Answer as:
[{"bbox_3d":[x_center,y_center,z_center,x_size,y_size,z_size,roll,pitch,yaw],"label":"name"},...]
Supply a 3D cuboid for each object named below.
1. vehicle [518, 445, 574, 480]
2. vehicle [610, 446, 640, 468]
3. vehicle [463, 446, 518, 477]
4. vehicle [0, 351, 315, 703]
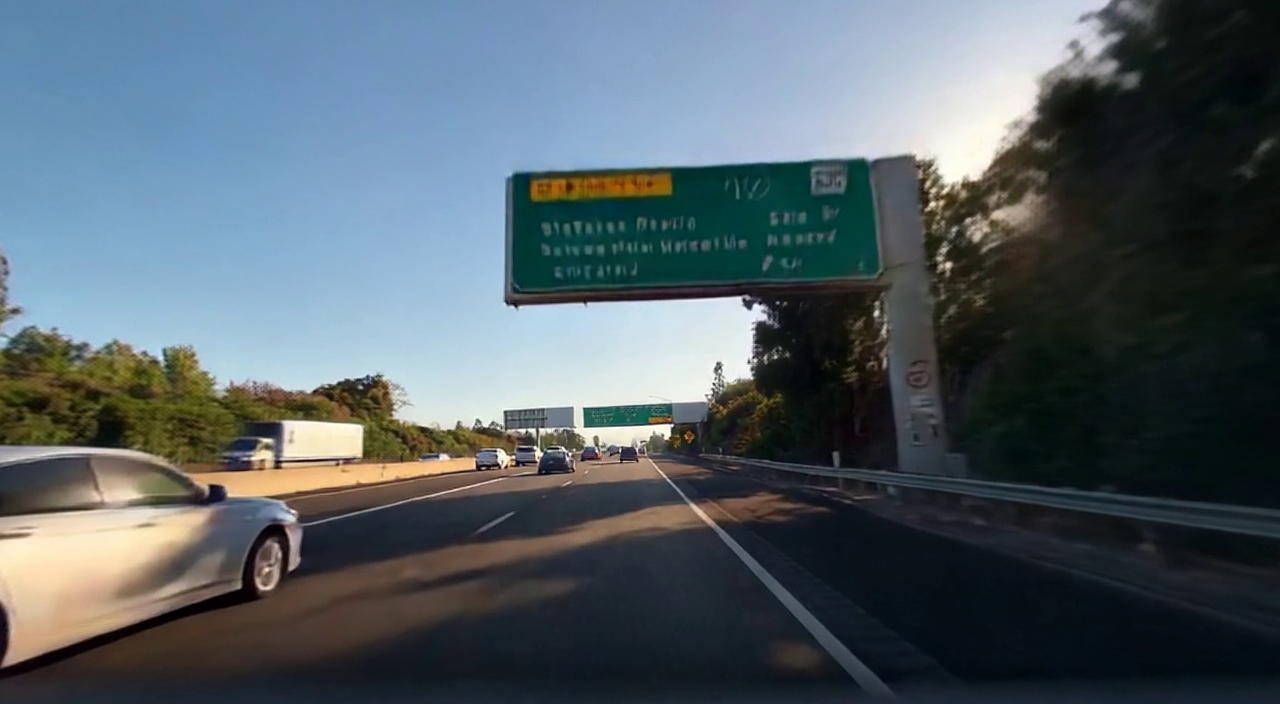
[{"bbox_3d":[-4.300,5.113,29.246,1.988,1.477,4.118,0,-9,-1],"label":"vehicle"},{"bbox_3d":[-1.085,7.520,45.169,2.023,1.479,3.718,0,-9,-1],"label":"vehicle"},{"bbox_3d":[-7.726,5.685,32.792,1.936,1.516,3.904,0,-9,0],"label":"vehicle"},{"bbox_3d":[-4.000,0.972,3.343,2.074,1.779,4.588,0,-9,0],"label":"vehicle"}]
